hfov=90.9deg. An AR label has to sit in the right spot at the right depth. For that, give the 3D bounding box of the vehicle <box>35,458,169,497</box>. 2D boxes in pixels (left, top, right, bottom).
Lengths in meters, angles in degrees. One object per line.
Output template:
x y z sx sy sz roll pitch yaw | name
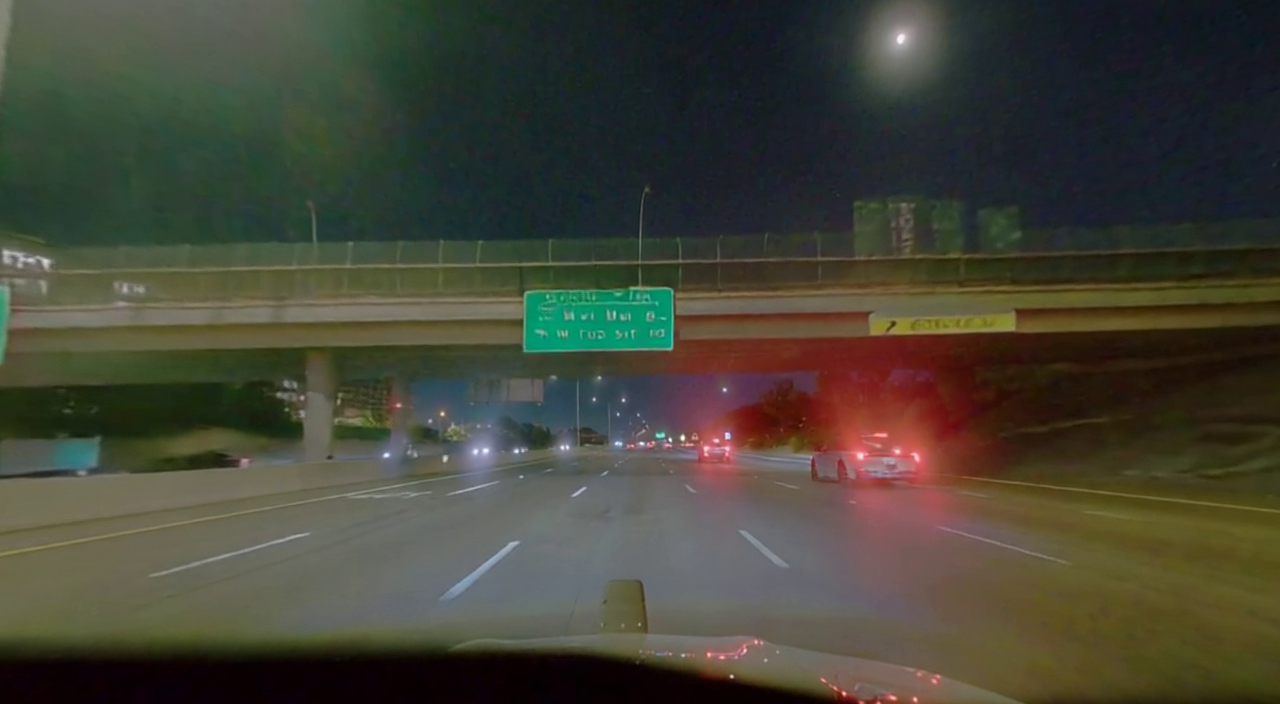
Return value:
-23.711 5.502 28.057 1.946 1.502 4.540 0 -9 0 | vehicle

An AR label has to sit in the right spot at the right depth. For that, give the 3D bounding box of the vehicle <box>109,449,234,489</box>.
-20.360 5.081 27.726 1.854 1.569 4.695 0 -9 0 | vehicle

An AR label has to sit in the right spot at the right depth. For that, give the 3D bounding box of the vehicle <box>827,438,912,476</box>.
10.056 4.626 28.104 2.000 1.514 4.585 0 -9 -1 | vehicle
